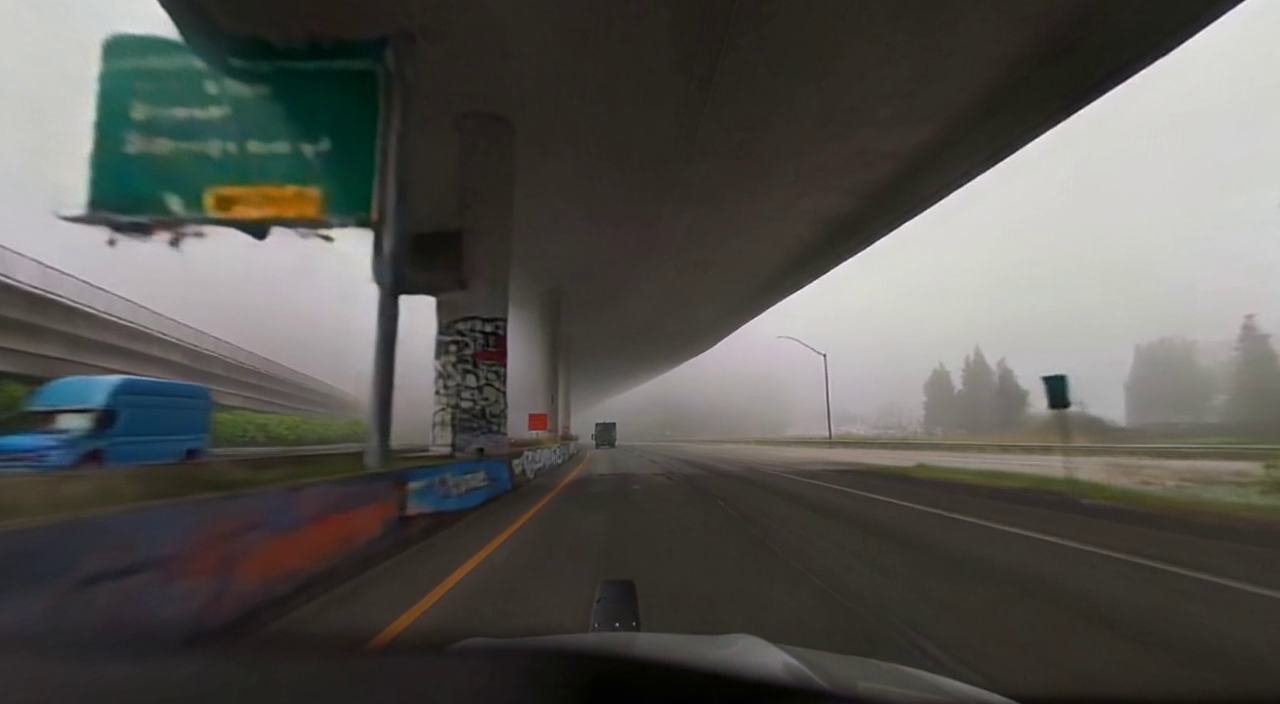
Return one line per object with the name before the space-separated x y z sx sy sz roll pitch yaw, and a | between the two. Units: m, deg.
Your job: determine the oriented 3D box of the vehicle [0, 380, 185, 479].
vehicle | -18.590 2.604 21.036 2.354 2.823 5.911 0 -8 -1
